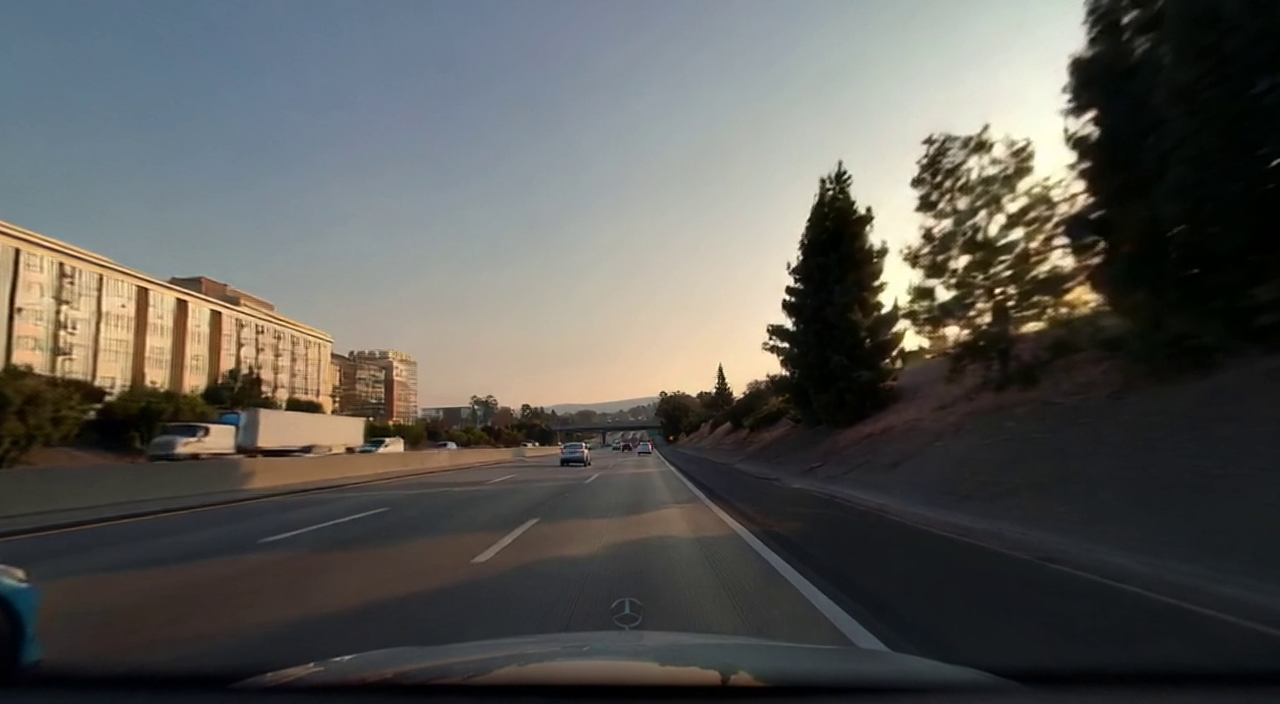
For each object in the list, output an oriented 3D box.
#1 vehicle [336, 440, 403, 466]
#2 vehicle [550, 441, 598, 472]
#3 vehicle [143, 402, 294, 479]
[{"bbox_3d":[-20.529,7.680,48.207,2.244,1.899,6.273,0,-8,1],"label":"vehicle"},{"bbox_3d":[-3.259,5.216,31.785,1.926,1.464,4.186,0,-8,1],"label":"vehicle"},{"bbox_3d":[-24.549,5.278,37.503,3.059,3.993,8.430,0,-8,0],"label":"vehicle"}]
